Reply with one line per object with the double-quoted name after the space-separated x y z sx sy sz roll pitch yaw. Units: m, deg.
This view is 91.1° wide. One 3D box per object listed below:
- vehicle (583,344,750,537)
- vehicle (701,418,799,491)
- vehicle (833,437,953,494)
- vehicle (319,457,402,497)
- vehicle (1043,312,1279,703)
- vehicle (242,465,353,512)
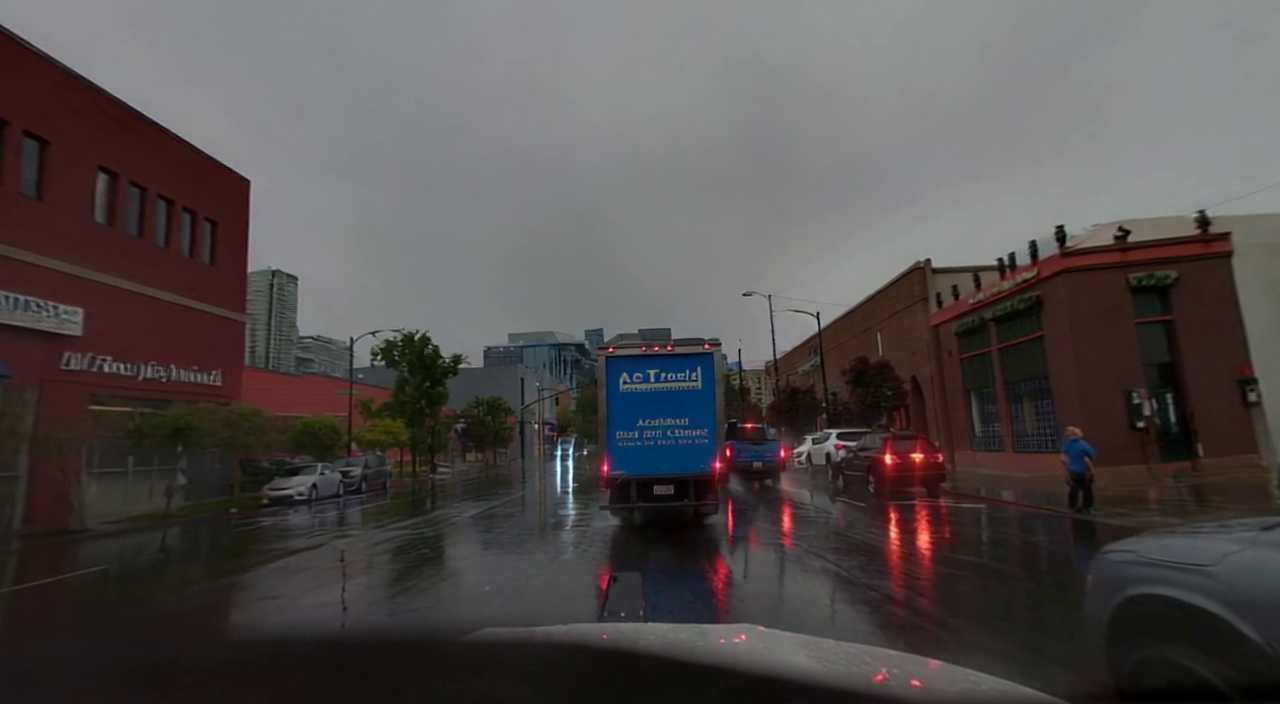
0.275 1.779 12.685 2.517 2.926 6.177 0 -9 -2 "vehicle"
3.426 3.349 20.781 2.346 2.062 5.236 0 -8 1 "vehicle"
7.646 3.446 19.470 1.951 1.548 4.290 0 -9 1 "vehicle"
-13.247 5.928 30.083 1.943 1.682 4.365 0 -8 0 "vehicle"
3.436 0.607 1.415 2.104 1.786 4.498 -1 -9 2 "vehicle"
-13.381 5.321 24.865 1.901 1.508 4.405 0 -8 0 "vehicle"
